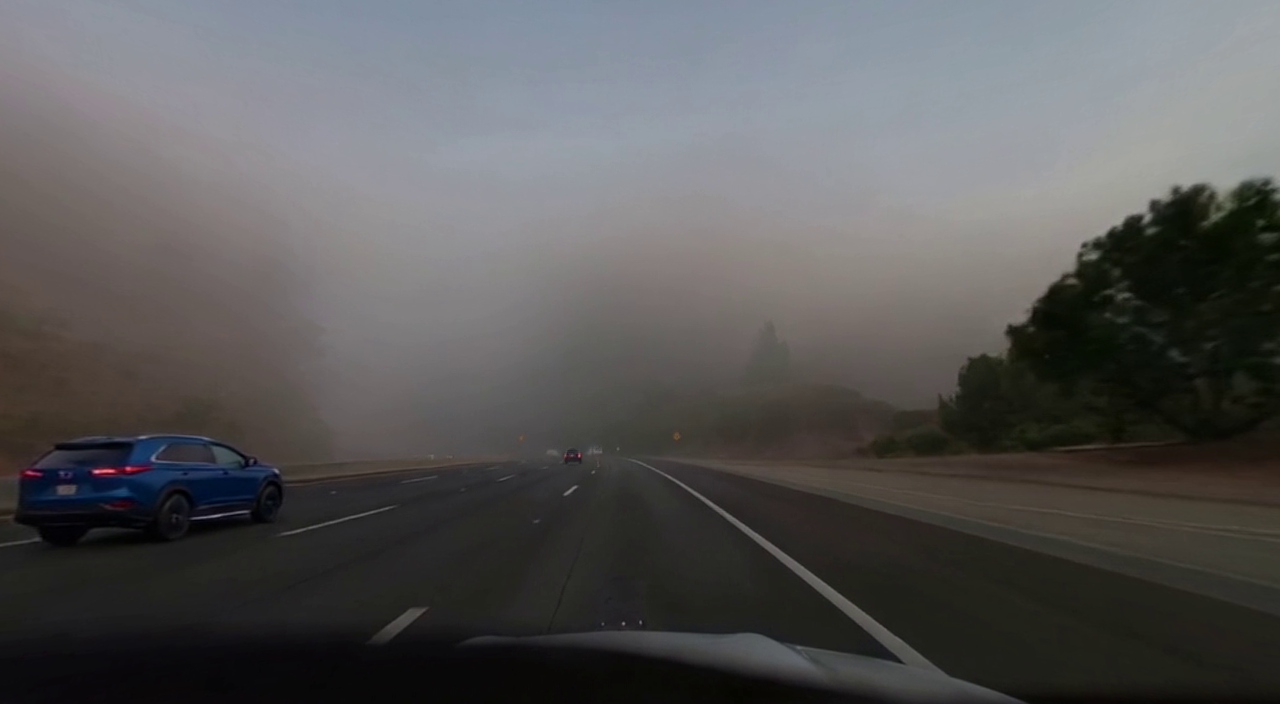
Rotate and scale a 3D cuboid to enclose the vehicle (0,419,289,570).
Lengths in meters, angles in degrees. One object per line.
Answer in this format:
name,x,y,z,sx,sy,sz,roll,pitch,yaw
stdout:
vehicle,-7.682,1.996,9.611,2.046,1.712,4.533,-1,-9,0
